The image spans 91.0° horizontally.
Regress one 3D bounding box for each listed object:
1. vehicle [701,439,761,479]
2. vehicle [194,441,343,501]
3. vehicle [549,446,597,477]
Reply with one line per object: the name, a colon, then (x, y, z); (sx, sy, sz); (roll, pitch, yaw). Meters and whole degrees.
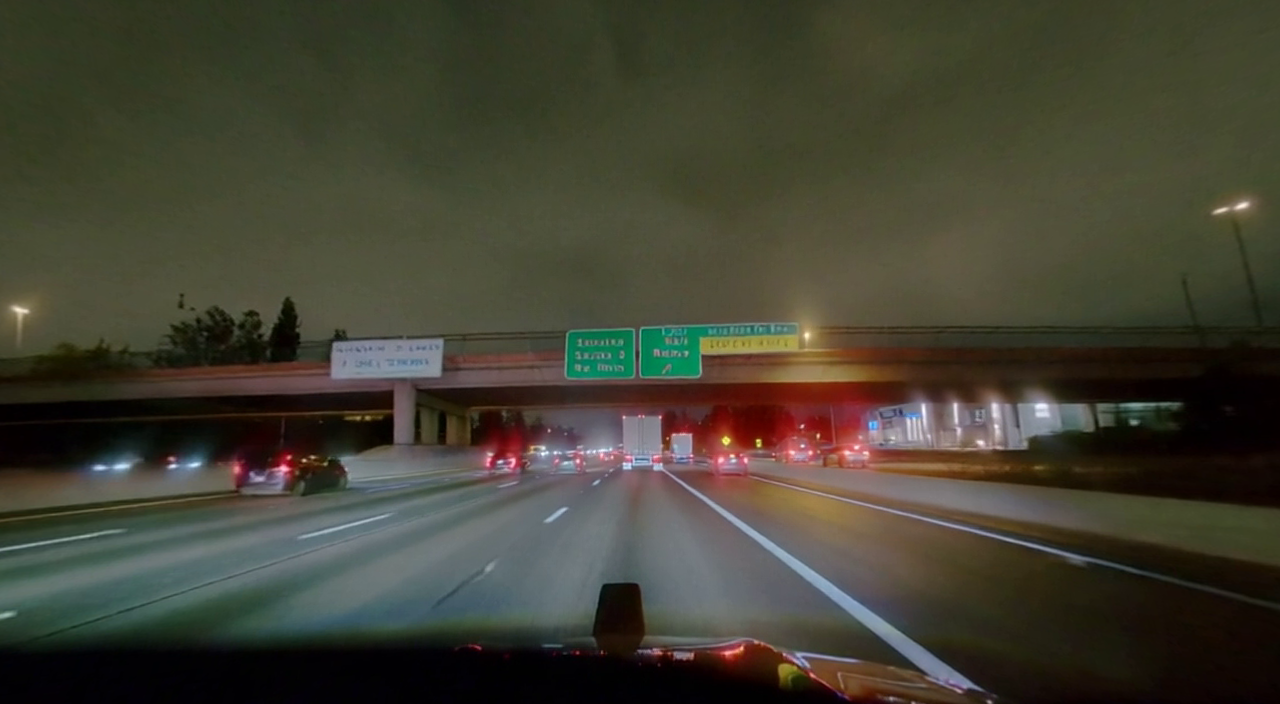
vehicle: (4.131, 4.965, 29.413); (2.107, 1.707, 4.445); (0, -9, 0)
vehicle: (-11.220, 3.610, 19.466); (1.966, 1.627, 4.258); (0, -9, 0)
vehicle: (-3.566, 5.909, 34.296); (2.083, 1.576, 4.307); (0, -9, 1)
